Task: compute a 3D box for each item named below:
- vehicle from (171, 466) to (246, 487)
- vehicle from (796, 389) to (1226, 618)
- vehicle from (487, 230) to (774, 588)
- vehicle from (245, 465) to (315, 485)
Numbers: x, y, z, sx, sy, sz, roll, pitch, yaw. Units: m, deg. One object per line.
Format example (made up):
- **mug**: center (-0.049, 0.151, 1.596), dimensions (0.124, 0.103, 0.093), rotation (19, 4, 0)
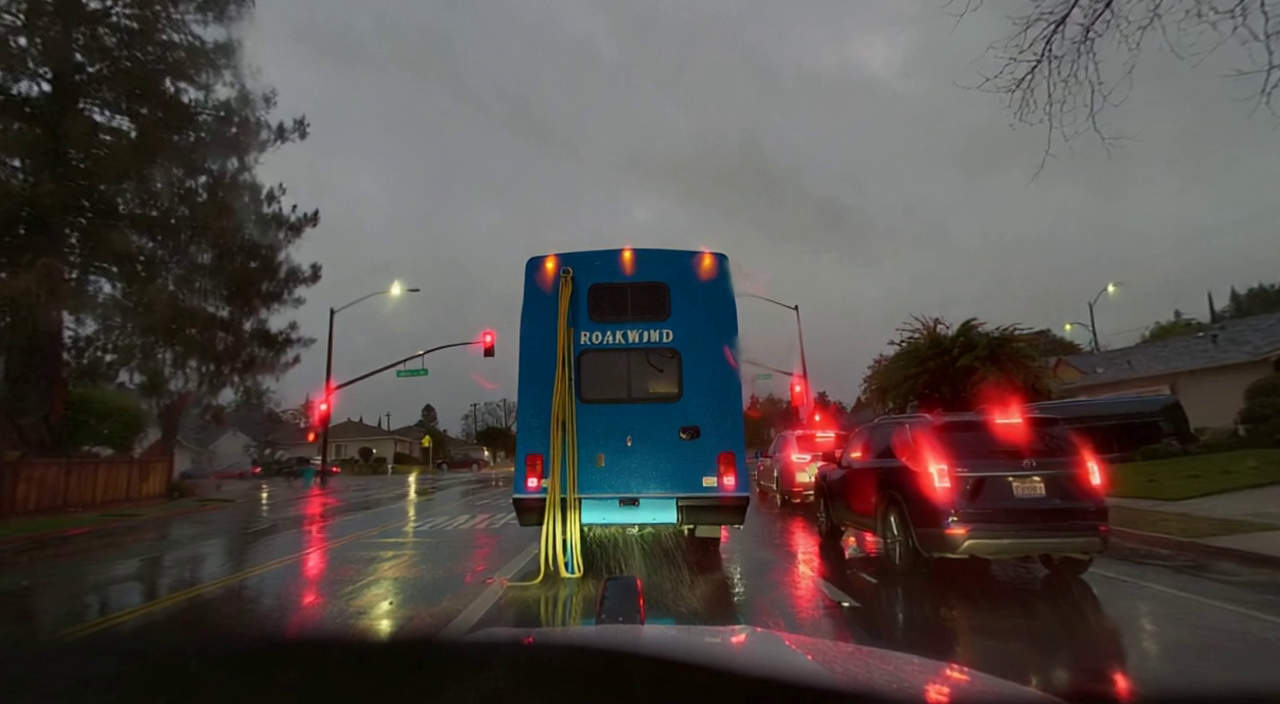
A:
- **vehicle**: center (-32.703, 9.408, 47.949), dimensions (4.311, 1.458, 1.707), rotation (0, -9, -3)
- **vehicle**: center (3.401, 1.491, 7.119), dimensions (2.104, 1.735, 4.408), rotation (0, -9, 0)
- **vehicle**: center (-0.091, 1.097, 10.280), dimensions (2.709, 3.511, 8.213), rotation (0, -9, 0)
- **vehicle**: center (-27.420, 9.356, 48.140), dimensions (4.187, 1.445, 1.809), rotation (0, -9, 0)
